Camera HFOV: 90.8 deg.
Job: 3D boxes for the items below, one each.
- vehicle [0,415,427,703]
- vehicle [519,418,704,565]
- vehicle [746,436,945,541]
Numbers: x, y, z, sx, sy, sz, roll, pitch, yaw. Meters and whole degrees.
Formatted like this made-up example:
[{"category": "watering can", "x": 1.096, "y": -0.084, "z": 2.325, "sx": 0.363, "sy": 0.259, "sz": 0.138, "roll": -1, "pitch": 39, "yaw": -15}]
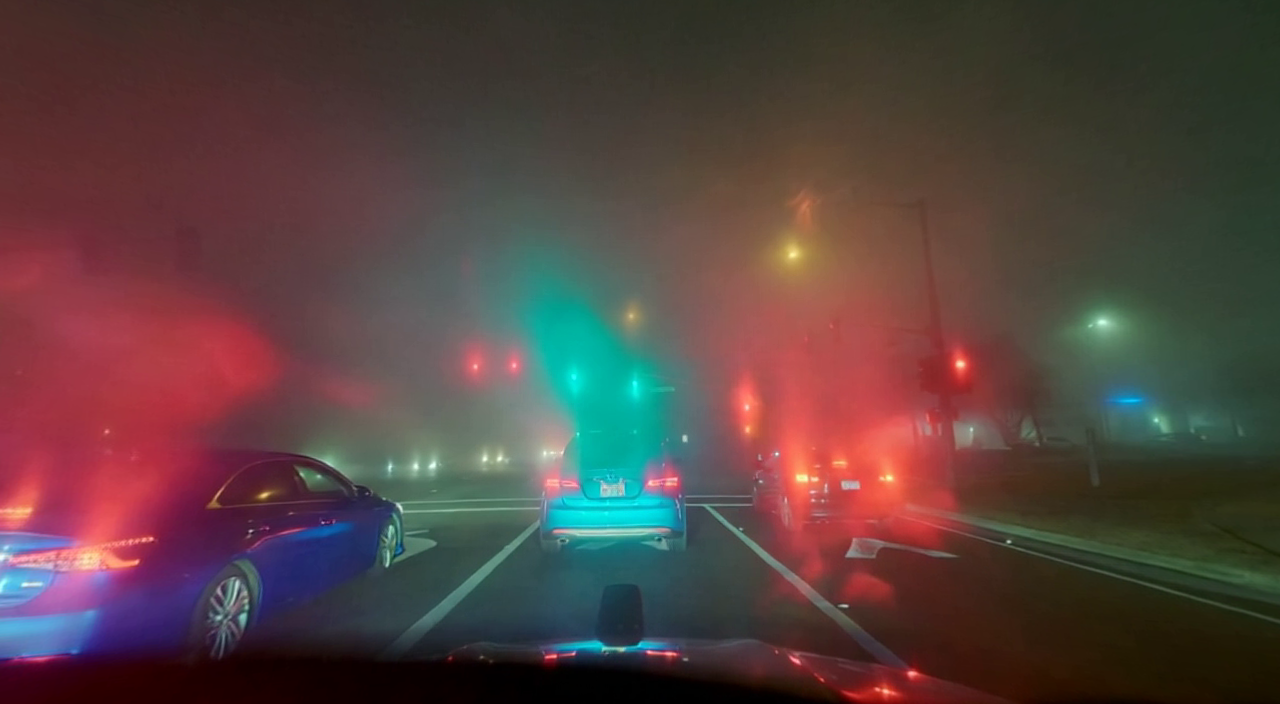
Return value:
[{"category": "vehicle", "x": -3.578, "y": 1.372, "z": 5.250, "sx": 2.052, "sy": 1.472, "sz": 4.479, "roll": 0, "pitch": -8, "yaw": 0}, {"category": "vehicle", "x": -0.344, "y": 1.824, "z": 8.969, "sx": 2.038, "sy": 1.599, "sz": 3.844, "roll": 0, "pitch": -8, "yaw": -1}, {"category": "vehicle", "x": 3.276, "y": 2.257, "z": 11.167, "sx": 1.970, "sy": 1.449, "sz": 4.433, "roll": 0, "pitch": -8, "yaw": -1}]
